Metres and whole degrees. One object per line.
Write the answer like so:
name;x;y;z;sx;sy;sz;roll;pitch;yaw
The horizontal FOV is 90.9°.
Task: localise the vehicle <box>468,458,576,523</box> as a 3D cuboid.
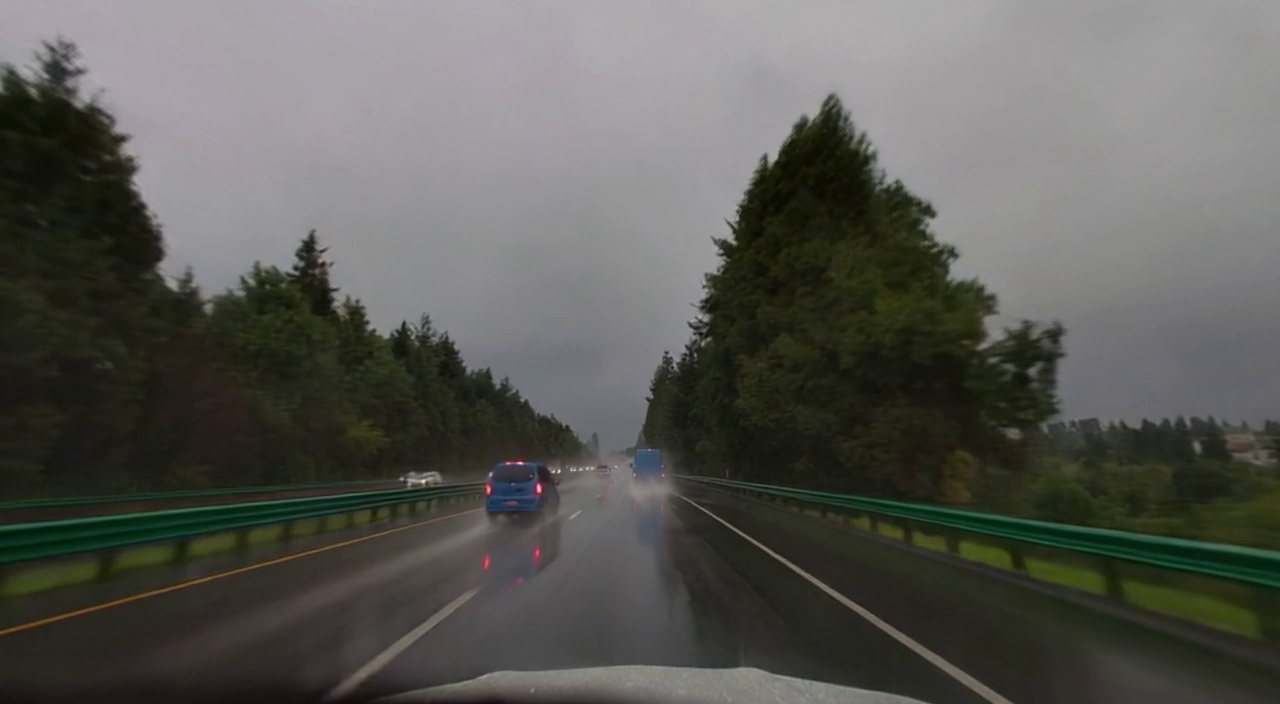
vehicle;-3.034;3.705;17.206;2.038;1.490;4.391;1;-11;1
